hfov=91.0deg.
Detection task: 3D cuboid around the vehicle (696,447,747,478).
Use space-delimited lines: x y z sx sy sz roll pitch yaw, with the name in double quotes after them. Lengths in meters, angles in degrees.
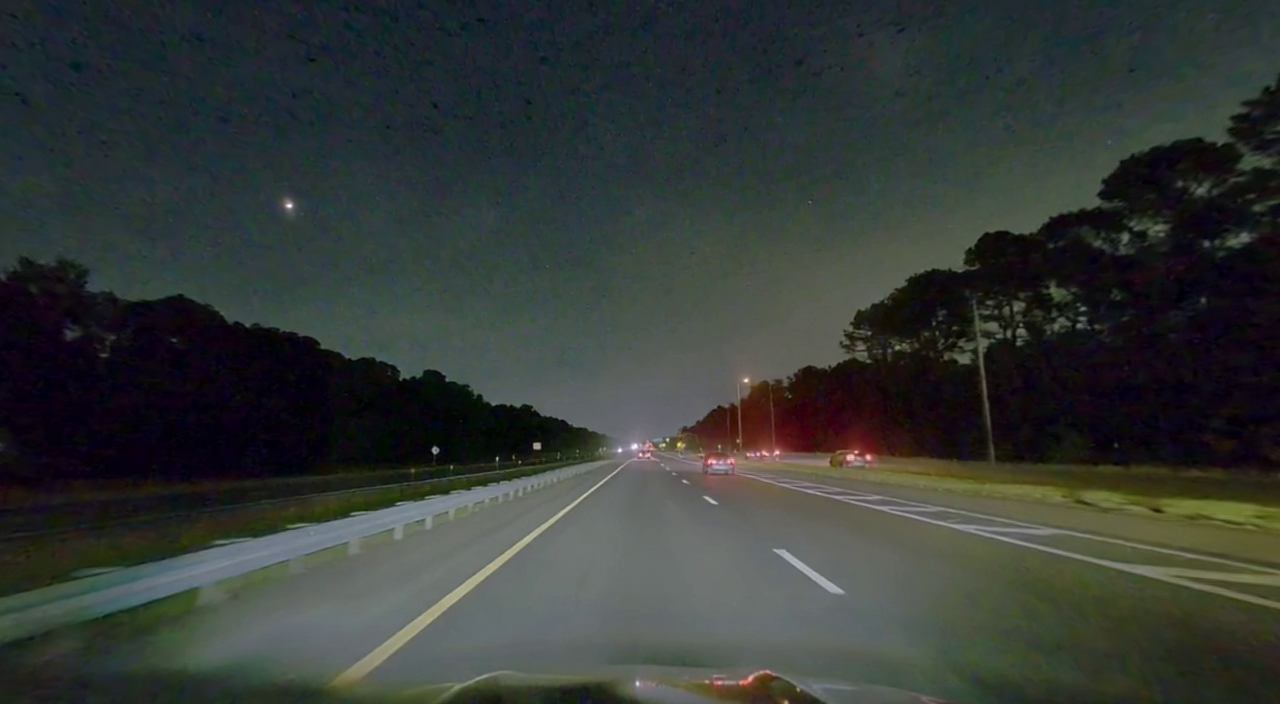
4.257 5.868 33.642 2.115 1.522 4.330 0 -9 0 "vehicle"
